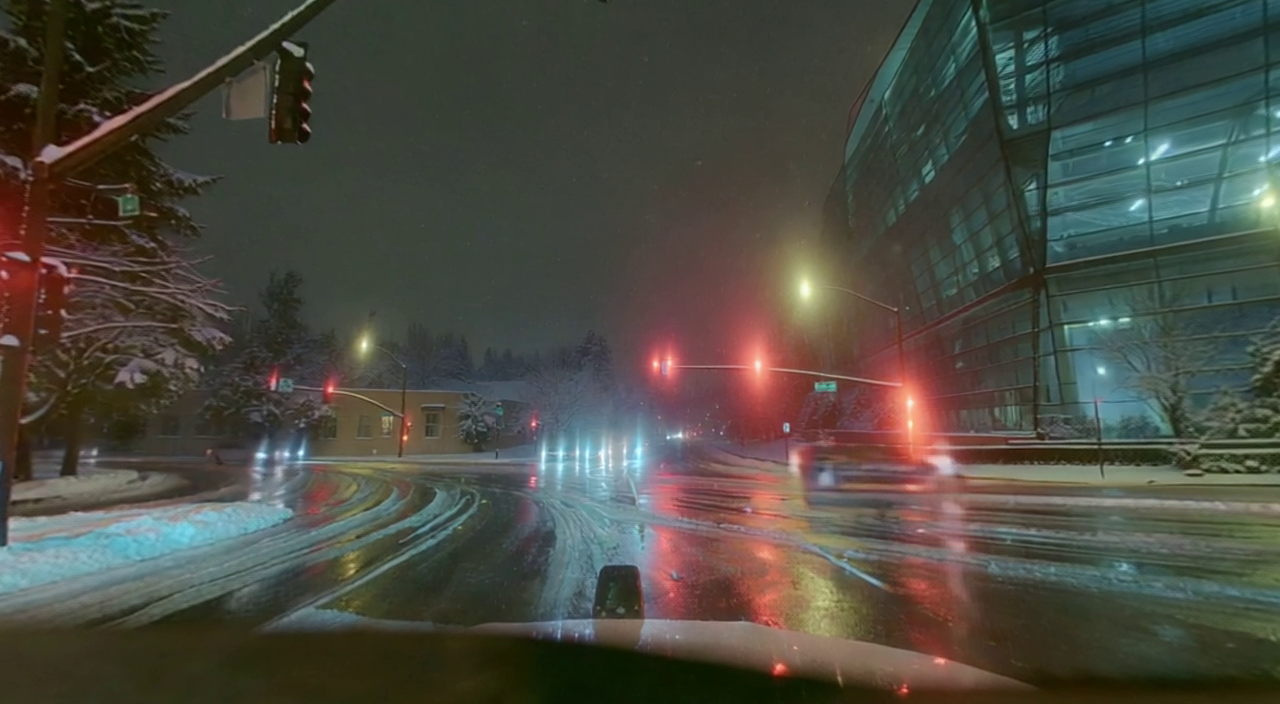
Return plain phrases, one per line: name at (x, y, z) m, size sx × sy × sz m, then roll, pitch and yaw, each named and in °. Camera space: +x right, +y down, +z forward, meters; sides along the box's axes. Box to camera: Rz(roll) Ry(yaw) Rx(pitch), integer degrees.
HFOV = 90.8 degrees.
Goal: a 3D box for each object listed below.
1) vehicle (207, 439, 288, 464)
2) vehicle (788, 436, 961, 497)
vehicle at (-25.448, 6.442, 40.882) m, size 5.408 × 1.505 × 2.091 m, roll -5°, pitch -10°, yaw 30°
vehicle at (6.526, 3.166, 17.773) m, size 4.110 × 1.511 × 1.883 m, roll -7°, pitch -11°, yaw 37°
